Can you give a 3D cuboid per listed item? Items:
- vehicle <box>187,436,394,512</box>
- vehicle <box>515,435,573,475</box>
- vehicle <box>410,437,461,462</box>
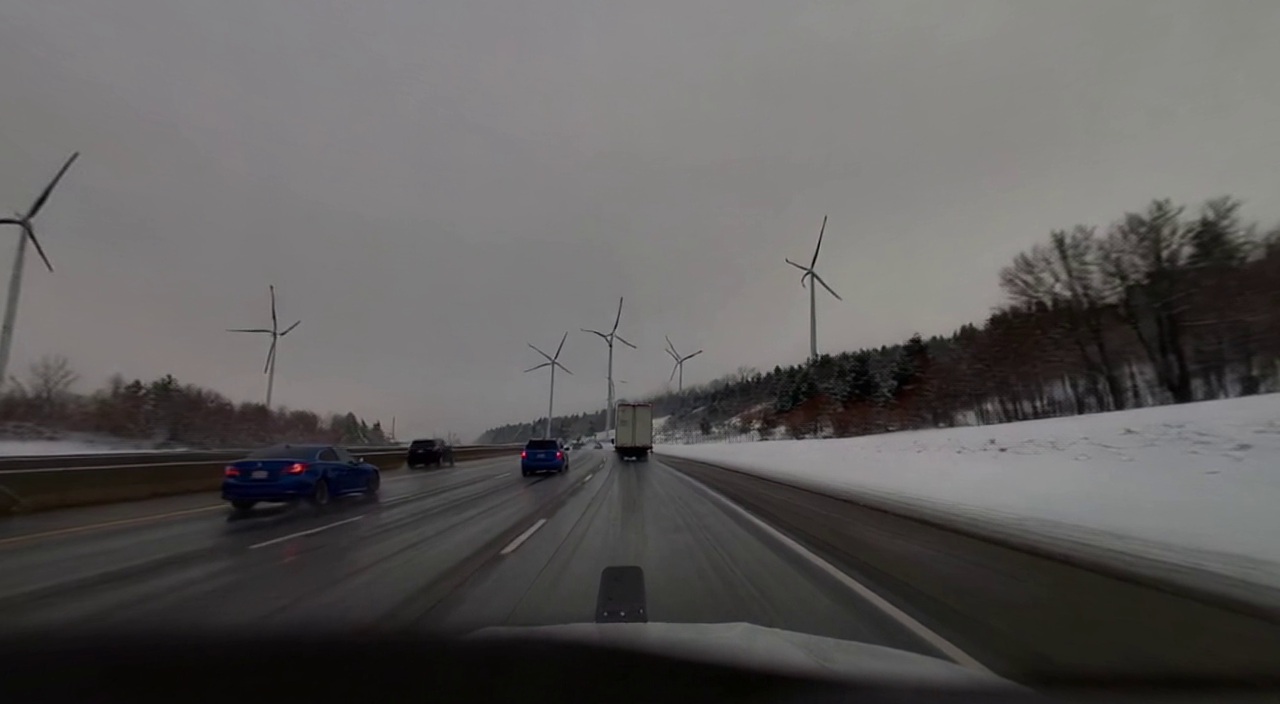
[{"bbox_3d":[-7.911,2.777,14.897,2.271,1.488,4.597,0,-8,0],"label":"vehicle"},{"bbox_3d":[-4.272,4.627,28.525,2.109,1.684,3.783,0,-8,-1],"label":"vehicle"},{"bbox_3d":[-15.985,7.624,49.453,2.285,1.835,5.672,0,-8,-3],"label":"vehicle"}]
